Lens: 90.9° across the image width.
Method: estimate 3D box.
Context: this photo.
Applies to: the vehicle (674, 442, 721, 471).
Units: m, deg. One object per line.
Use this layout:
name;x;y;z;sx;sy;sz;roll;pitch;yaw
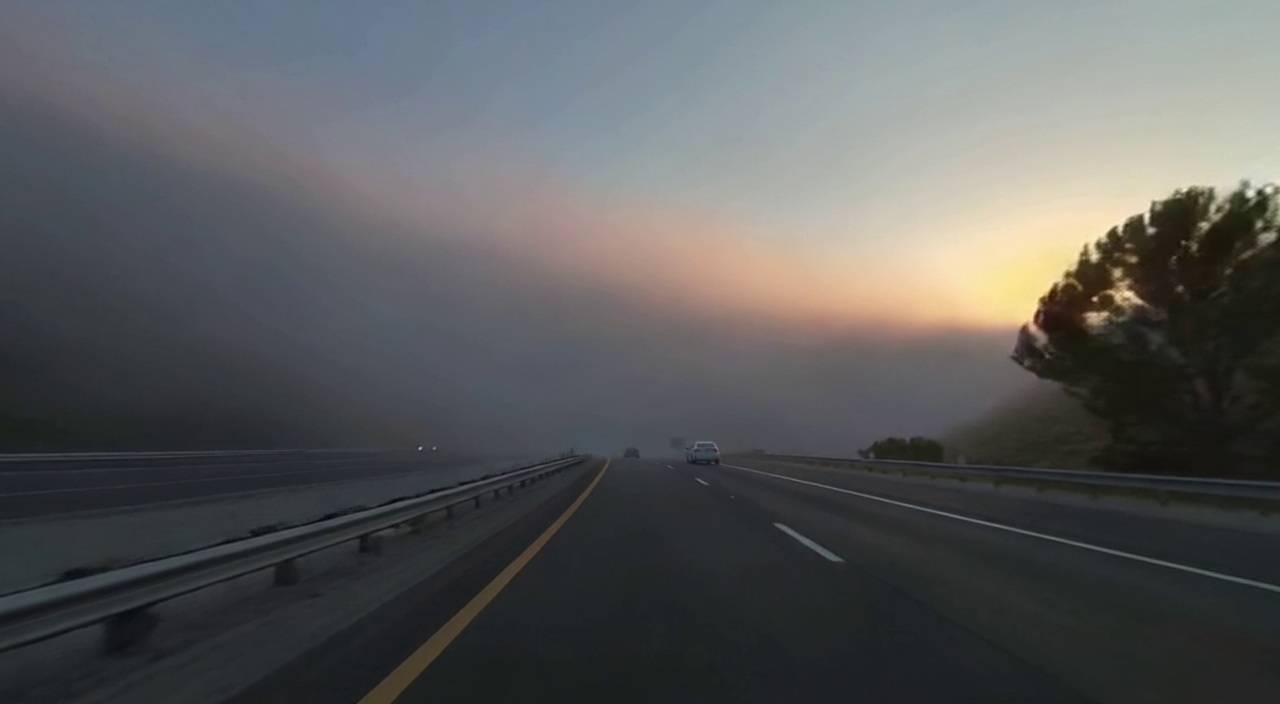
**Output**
vehicle;3.167;5.890;35.694;1.960;1.516;4.657;0;-8;-3
